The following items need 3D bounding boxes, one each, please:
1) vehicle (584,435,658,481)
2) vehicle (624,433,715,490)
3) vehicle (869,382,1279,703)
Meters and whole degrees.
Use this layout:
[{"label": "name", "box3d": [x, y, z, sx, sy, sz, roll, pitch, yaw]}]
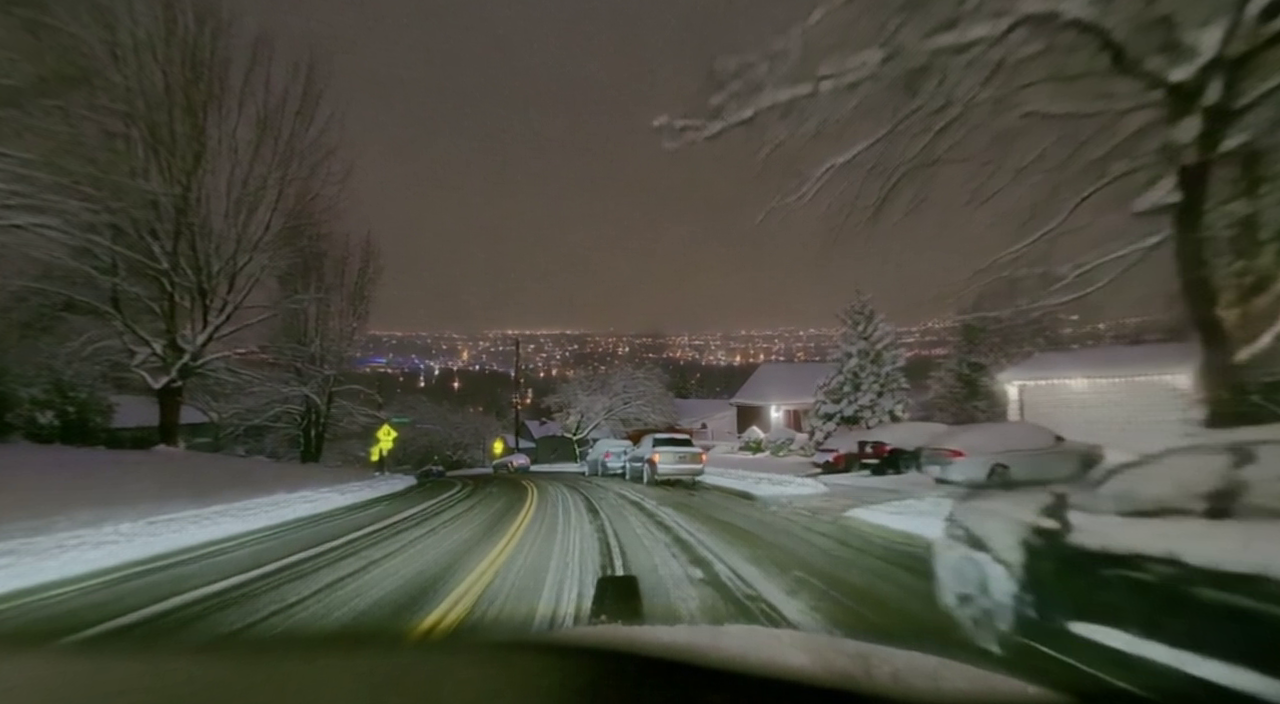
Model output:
[{"label": "vehicle", "box3d": [-1.011, 4.707, 28.516, 2.180, 1.849, 5.423, 2, -9, -14]}, {"label": "vehicle", "box3d": [0.832, 3.597, 21.190, 1.965, 1.663, 4.744, 1, -8, -11]}, {"label": "vehicle", "box3d": [2.931, 0.901, 2.264, 2.181, 1.494, 5.023, 0, -8, -2]}]
